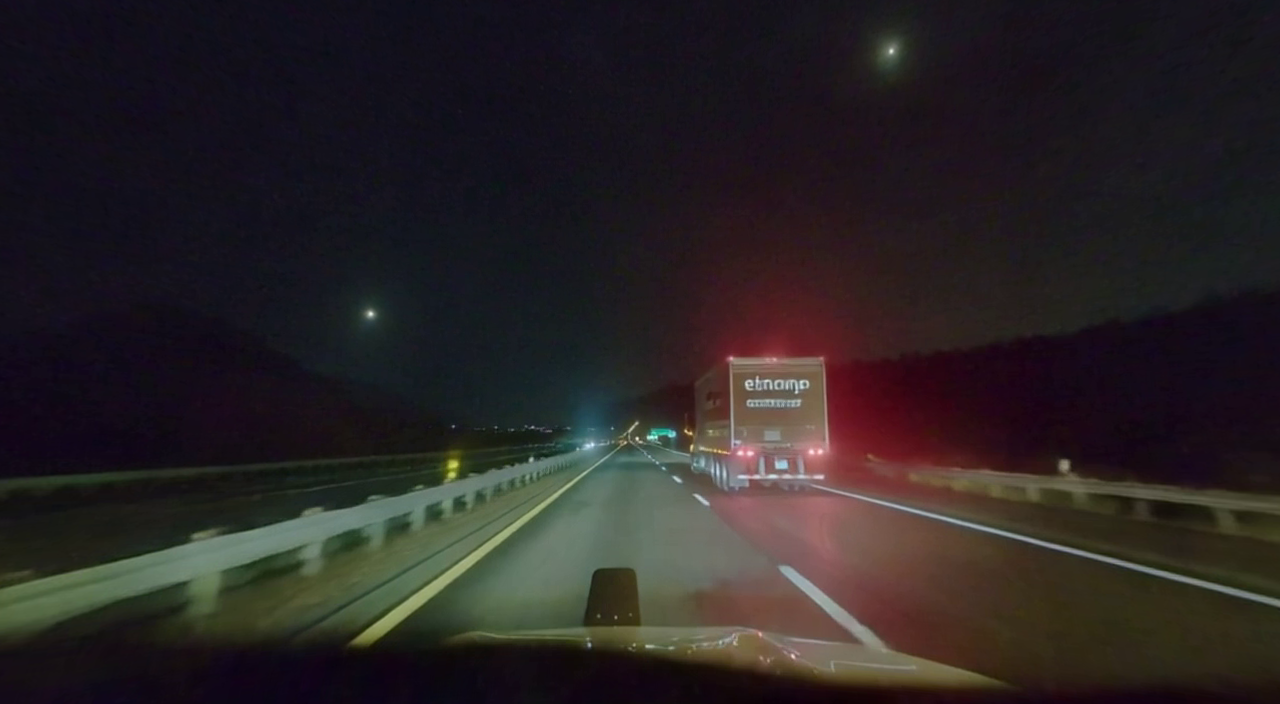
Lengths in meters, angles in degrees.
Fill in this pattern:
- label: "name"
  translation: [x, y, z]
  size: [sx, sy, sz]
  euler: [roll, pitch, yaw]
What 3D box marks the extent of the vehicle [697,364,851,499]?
- label: "vehicle"
  translation: [3.498, 2.375, 18.568]
  size: [2.702, 3.193, 7.196]
  euler: [0, -8, -2]
